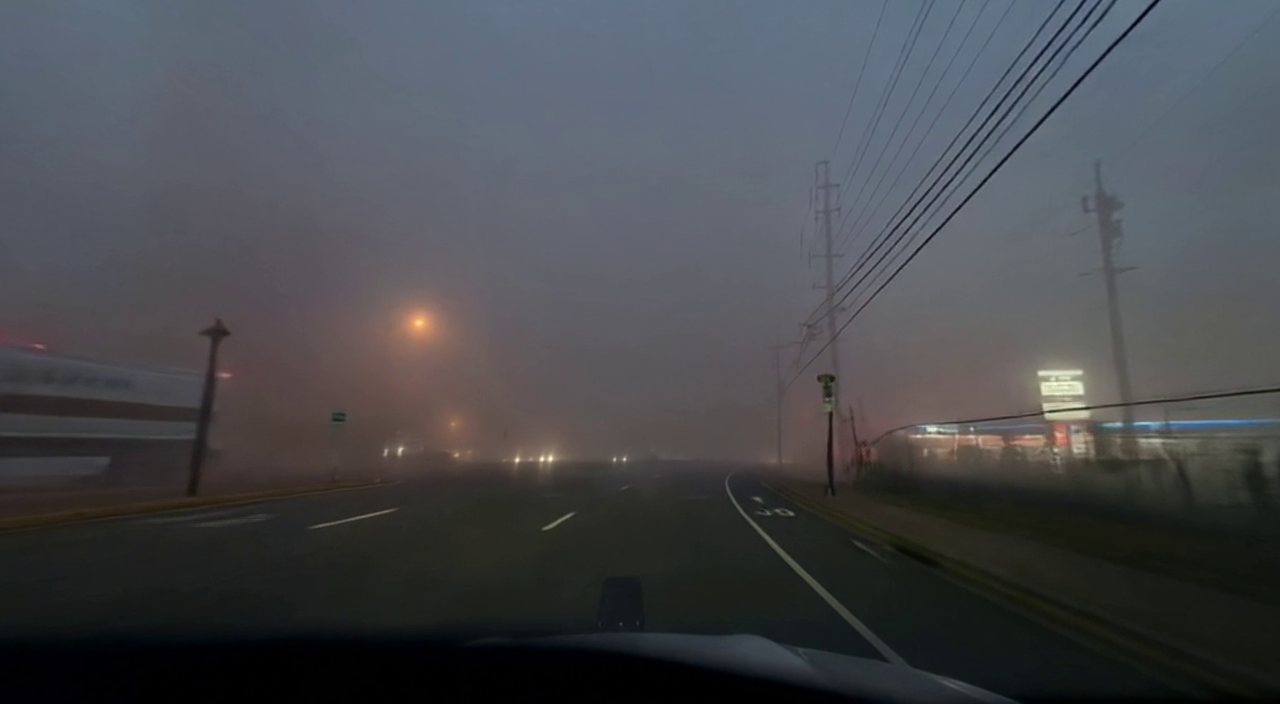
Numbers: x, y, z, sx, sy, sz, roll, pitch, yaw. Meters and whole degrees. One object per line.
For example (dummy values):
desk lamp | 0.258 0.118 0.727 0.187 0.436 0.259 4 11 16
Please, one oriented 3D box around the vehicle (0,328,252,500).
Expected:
vehicle | -16.052 1.786 16.836 2.994 3.930 11.114 -1 -9 8
